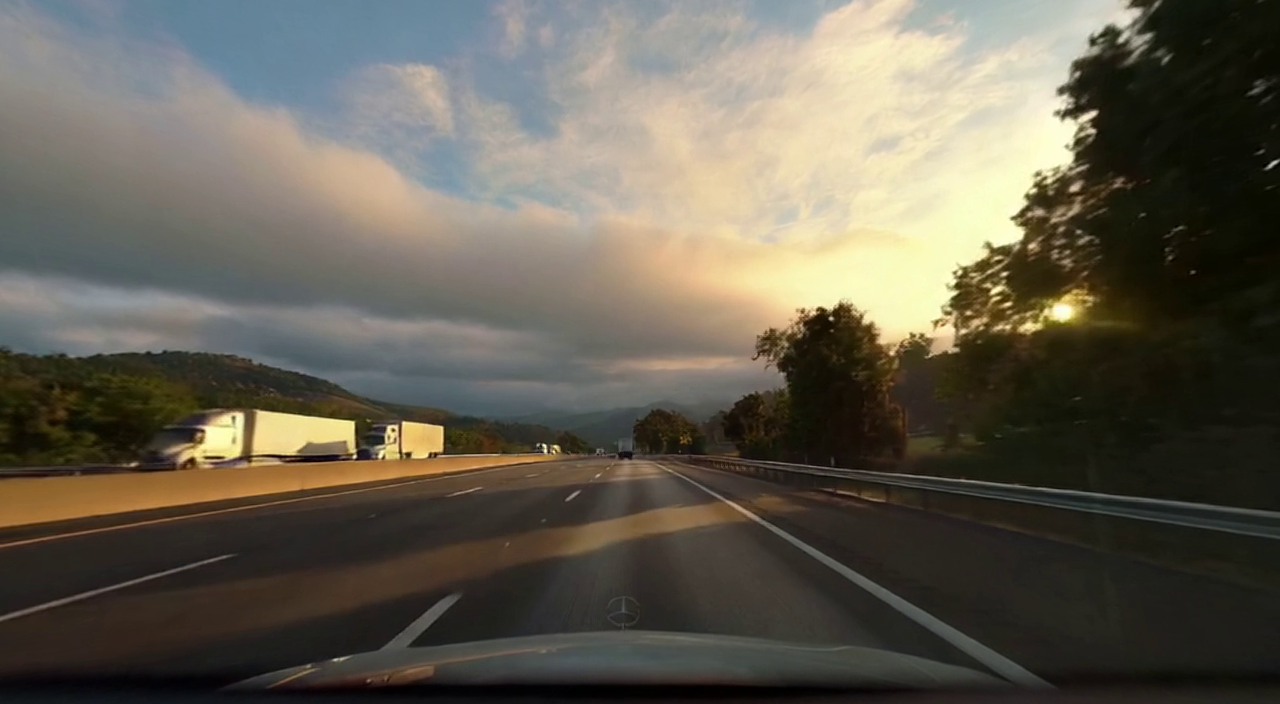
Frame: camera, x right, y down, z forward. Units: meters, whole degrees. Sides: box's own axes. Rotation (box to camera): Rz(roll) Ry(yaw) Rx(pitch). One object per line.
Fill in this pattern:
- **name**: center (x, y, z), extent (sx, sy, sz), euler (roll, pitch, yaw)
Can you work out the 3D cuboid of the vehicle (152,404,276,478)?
- **vehicle**: center (-24.542, 5.215, 36.777), extent (3.030, 3.899, 5.928), euler (0, -9, -2)
